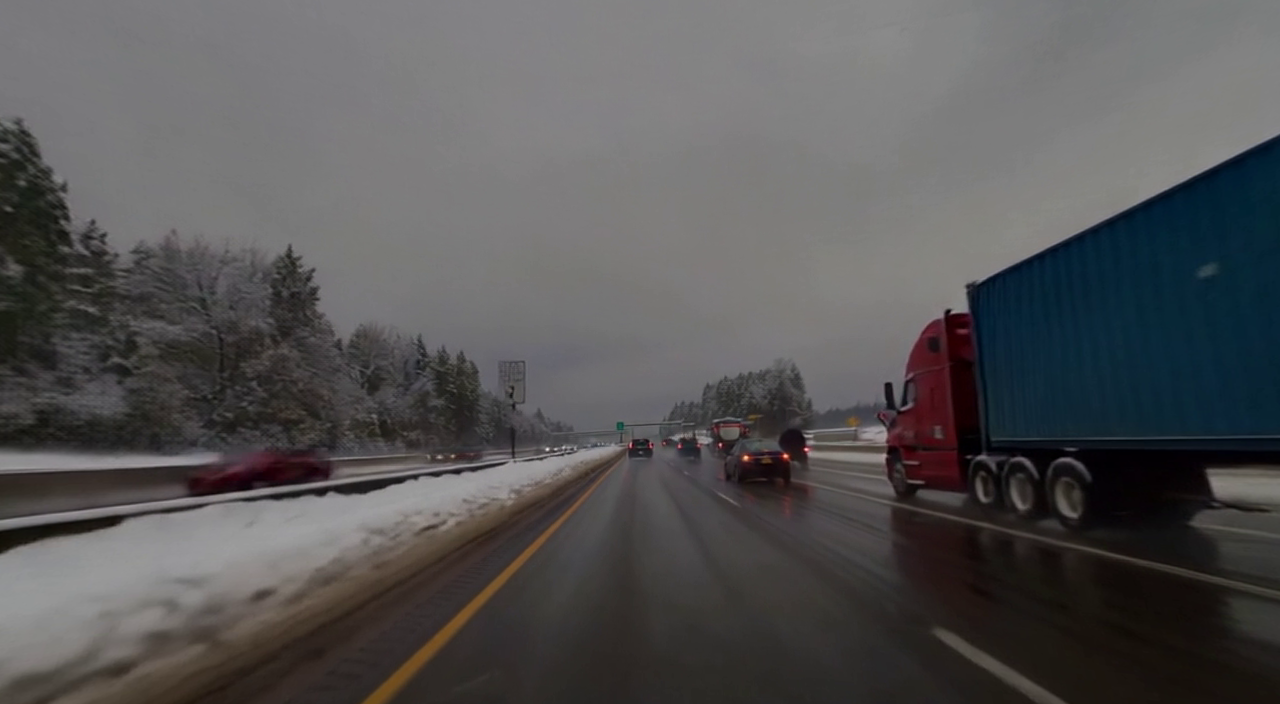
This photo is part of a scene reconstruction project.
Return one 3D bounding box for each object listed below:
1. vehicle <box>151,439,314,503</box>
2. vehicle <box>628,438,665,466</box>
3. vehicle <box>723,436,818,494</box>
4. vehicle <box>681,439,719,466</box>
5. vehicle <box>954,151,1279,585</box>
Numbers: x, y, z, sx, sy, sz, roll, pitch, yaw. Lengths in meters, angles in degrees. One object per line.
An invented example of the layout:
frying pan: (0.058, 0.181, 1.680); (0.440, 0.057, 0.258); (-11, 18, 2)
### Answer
vehicle: (-13.388, 3.897, 21.108); (2.200, 1.857, 4.748); (0, -8, 1)
vehicle: (0.428, 6.479, 40.880); (2.313, 1.736, 4.215); (0, -8, 1)
vehicle: (3.751, 3.330, 18.915); (1.888, 1.501, 4.608); (0, -8, 0)
vehicle: (3.918, 6.654, 41.681); (2.084, 1.668, 4.511); (0, -8, 0)
vehicle: (7.303, 0.305, 6.924); (2.752, 3.975, 9.319); (0, -8, 0)
